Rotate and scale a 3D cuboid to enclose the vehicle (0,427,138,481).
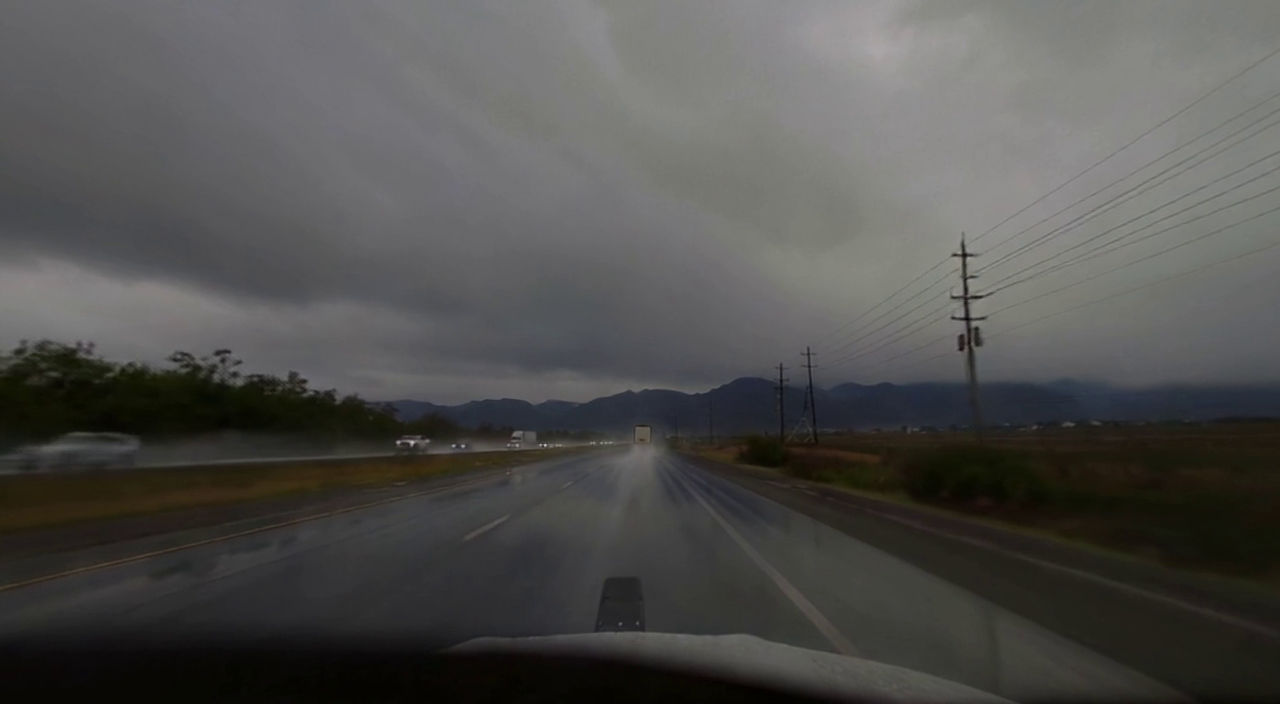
[{"bbox_3d":[-20.945,3.612,22.529,1.999,1.691,4.714,0,-8,1],"label":"vehicle"}]
